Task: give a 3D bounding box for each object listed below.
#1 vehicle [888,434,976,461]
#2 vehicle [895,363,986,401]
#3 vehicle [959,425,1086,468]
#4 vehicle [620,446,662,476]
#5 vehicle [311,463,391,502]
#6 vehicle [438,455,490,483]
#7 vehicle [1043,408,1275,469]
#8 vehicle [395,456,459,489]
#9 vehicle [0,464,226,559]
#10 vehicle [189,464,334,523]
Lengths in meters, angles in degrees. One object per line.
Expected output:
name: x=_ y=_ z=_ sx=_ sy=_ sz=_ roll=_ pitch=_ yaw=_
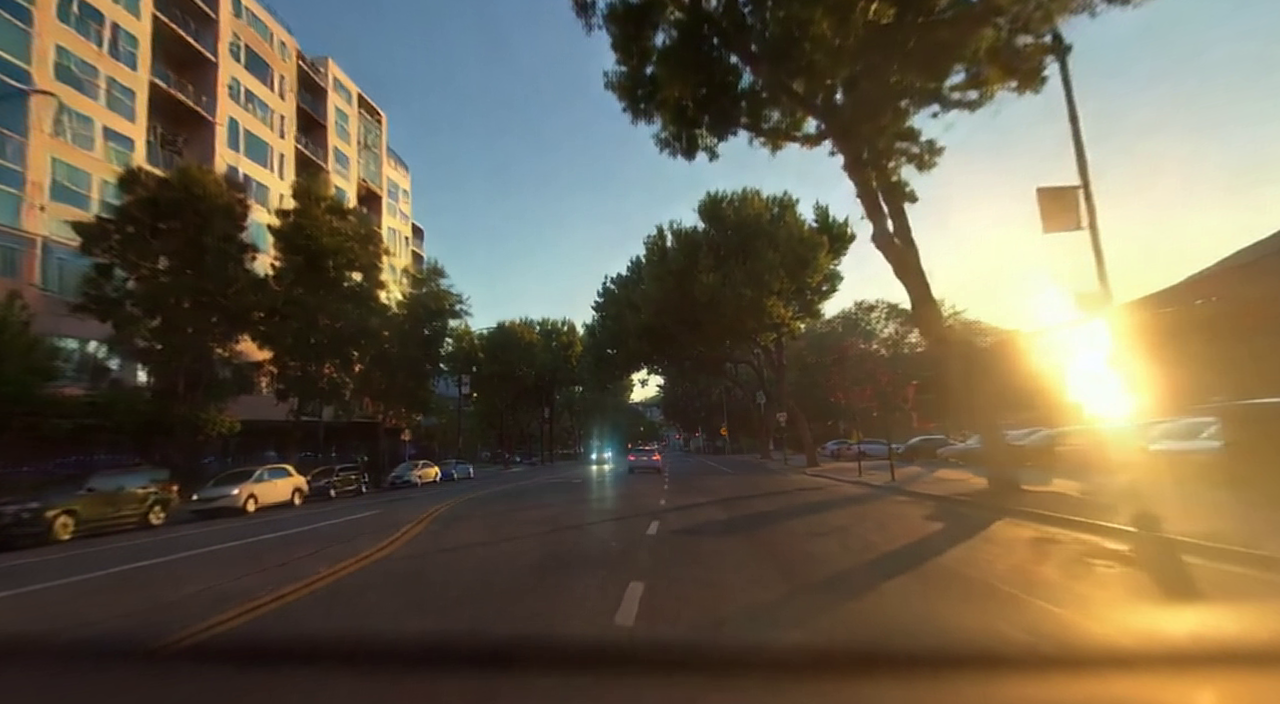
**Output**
vehicle: x=16.036 y=5.283 z=34.886 sx=3.620 sy=1.412 sz=2.472 roll=0 pitch=-9 yaw=2
vehicle: x=15.435 y=1.587 z=32.603 sx=3.766 sy=1.708 sz=1.810 roll=-1 pitch=-10 yaw=6
vehicle: x=14.448 y=3.602 z=24.041 sx=3.556 sy=1.414 sz=1.851 roll=-3 pitch=-8 yaw=1
vehicle: x=0.134 y=5.823 z=34.059 sx=2.051 sy=1.454 sz=4.132 roll=0 pitch=-8 yaw=3
vehicle: x=-12.716 y=5.743 z=28.080 sx=1.646 sy=1.462 sz=3.740 roll=0 pitch=-8 yaw=2
vehicle: x=-11.858 y=7.914 z=42.905 sx=2.016 sy=1.627 sz=4.742 roll=-2 pitch=-8 yaw=3
vehicle: x=15.211 y=2.595 z=18.801 sx=4.750 sy=1.519 sz=2.276 roll=-3 pitch=-9 yaw=3
vehicle: x=-12.256 y=6.959 z=36.718 sx=1.997 sy=1.668 sz=4.084 roll=0 pitch=-8 yaw=5
vehicle: x=-13.589 y=4.015 z=16.524 sx=1.917 sy=1.775 sz=5.018 roll=-10 pitch=-10 yaw=3
vehicle: x=-13.001 y=4.848 z=22.104 sx=1.984 sy=1.635 sz=4.525 roll=-3 pitch=-9 yaw=6
